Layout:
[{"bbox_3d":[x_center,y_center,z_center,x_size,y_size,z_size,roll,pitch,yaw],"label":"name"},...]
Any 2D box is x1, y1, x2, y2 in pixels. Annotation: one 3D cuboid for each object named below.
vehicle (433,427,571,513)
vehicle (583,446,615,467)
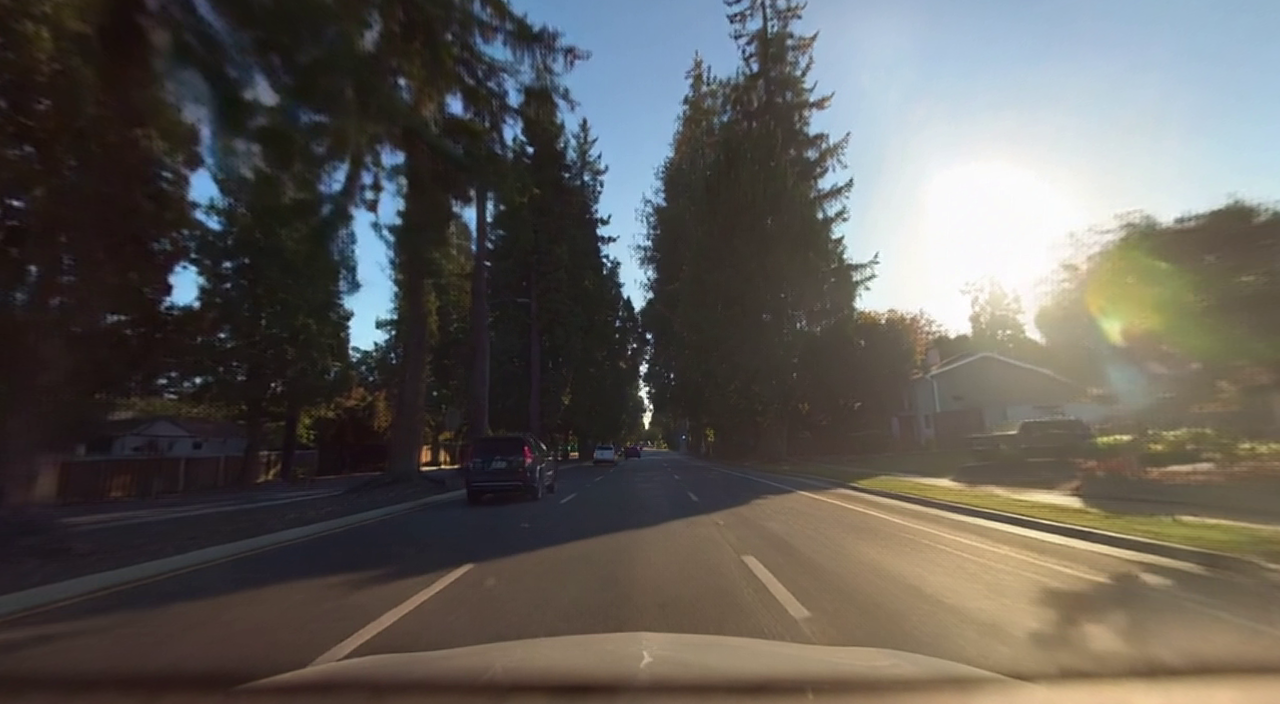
[{"bbox_3d":[-2.972,2.679,14.759,2.058,1.671,4.704,0,-9,1],"label":"vehicle"},{"bbox_3d":[-2.981,7.714,46.704,2.021,1.466,4.330,0,-9,1],"label":"vehicle"}]
